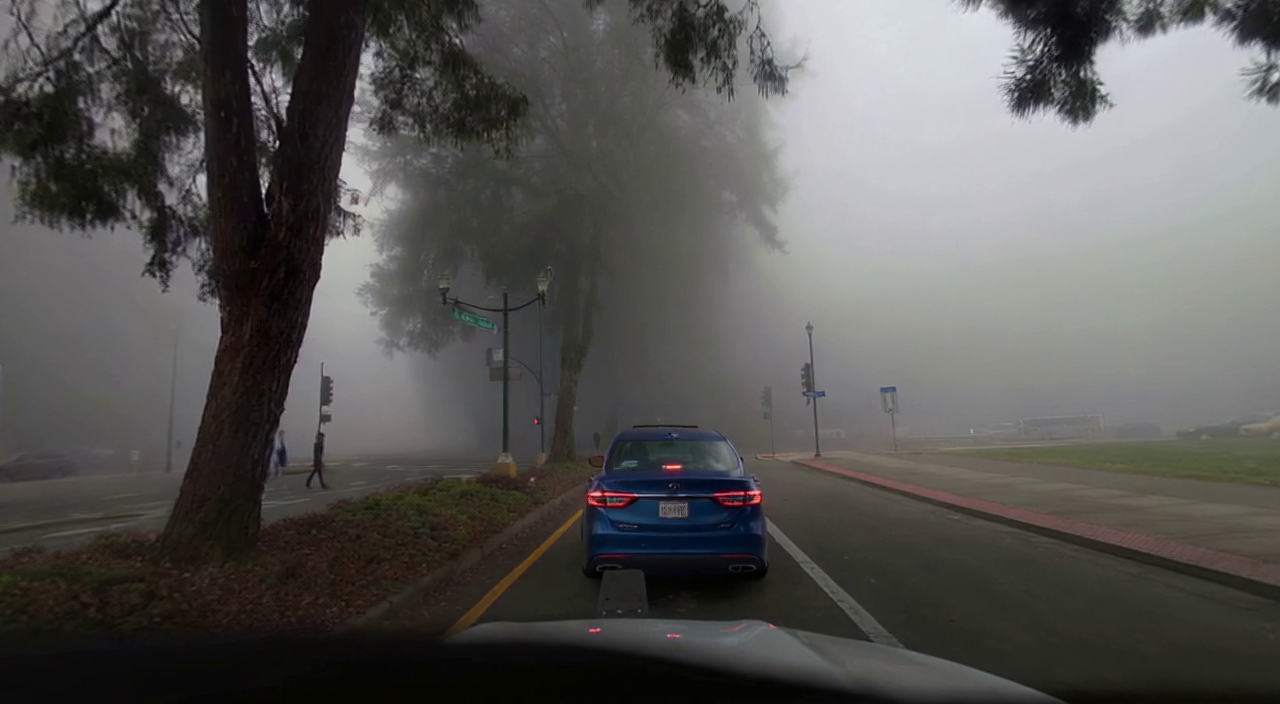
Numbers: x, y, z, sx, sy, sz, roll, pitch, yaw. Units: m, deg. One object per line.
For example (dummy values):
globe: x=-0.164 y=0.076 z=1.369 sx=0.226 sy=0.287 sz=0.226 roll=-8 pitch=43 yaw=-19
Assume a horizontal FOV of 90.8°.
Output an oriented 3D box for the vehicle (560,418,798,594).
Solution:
vehicle: x=0.372 y=1.613 z=7.409 sx=2.035 sy=1.499 sz=3.799 roll=0 pitch=-8 yaw=1
